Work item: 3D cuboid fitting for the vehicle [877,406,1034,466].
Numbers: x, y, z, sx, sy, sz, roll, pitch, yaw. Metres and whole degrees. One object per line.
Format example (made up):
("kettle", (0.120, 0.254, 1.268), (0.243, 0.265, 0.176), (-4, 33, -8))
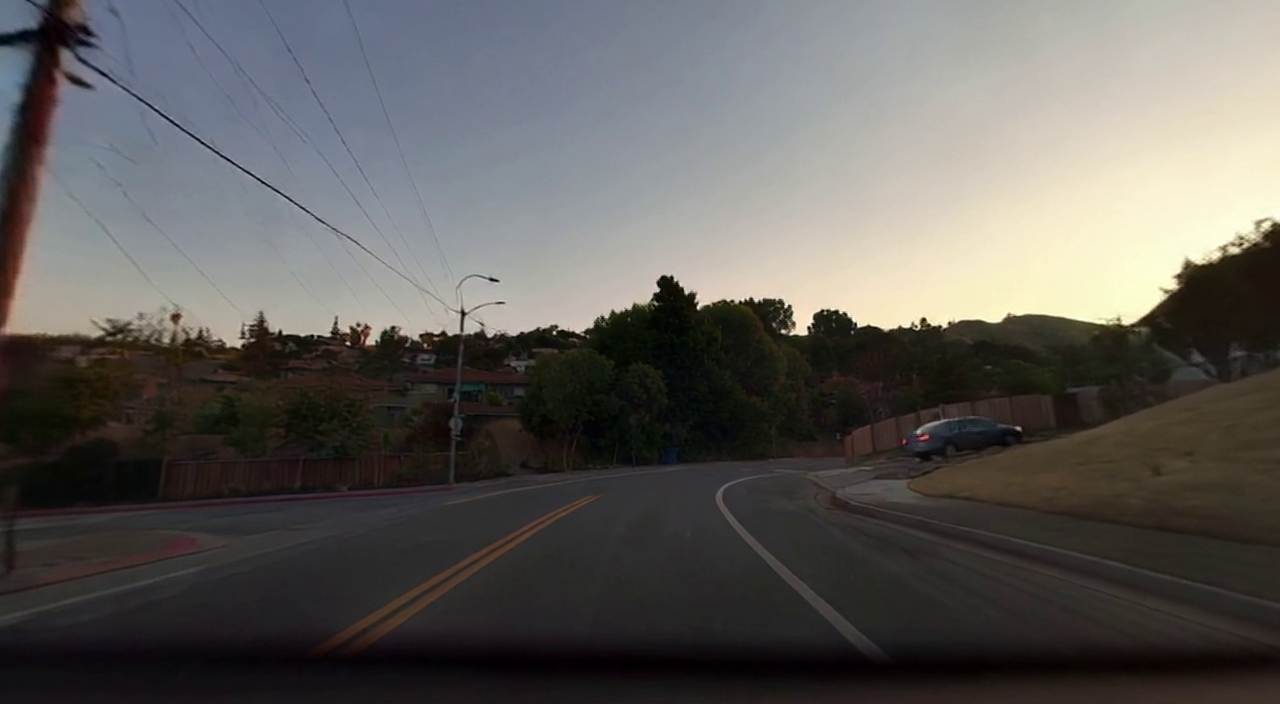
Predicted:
("vehicle", (12.024, 3.240, 24.179), (4.810, 1.732, 2.176), (-4, -10, -12))
